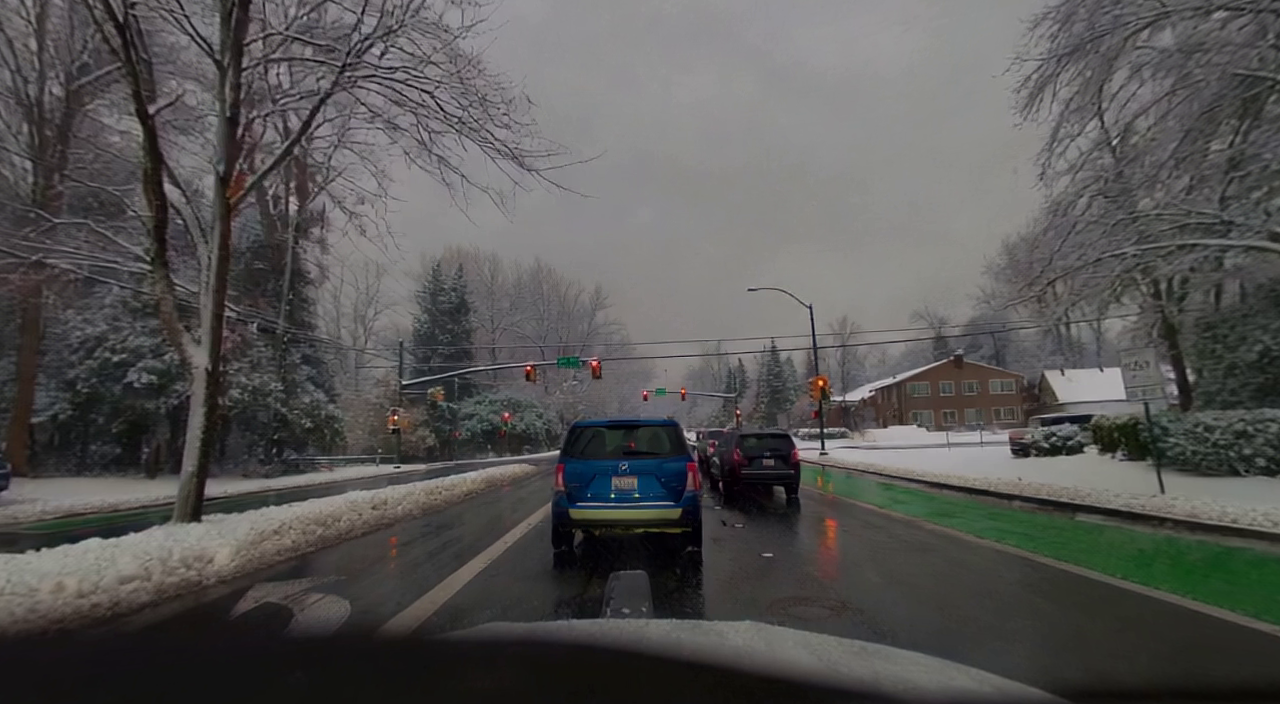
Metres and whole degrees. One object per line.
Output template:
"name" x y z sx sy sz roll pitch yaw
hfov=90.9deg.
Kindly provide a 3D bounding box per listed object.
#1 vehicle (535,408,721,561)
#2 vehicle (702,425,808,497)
"vehicle" -0.121 1.802 9.217 2.109 1.730 3.963 0 -8 0
"vehicle" 3.163 3.122 18.452 2.189 1.815 4.495 0 -8 -1
